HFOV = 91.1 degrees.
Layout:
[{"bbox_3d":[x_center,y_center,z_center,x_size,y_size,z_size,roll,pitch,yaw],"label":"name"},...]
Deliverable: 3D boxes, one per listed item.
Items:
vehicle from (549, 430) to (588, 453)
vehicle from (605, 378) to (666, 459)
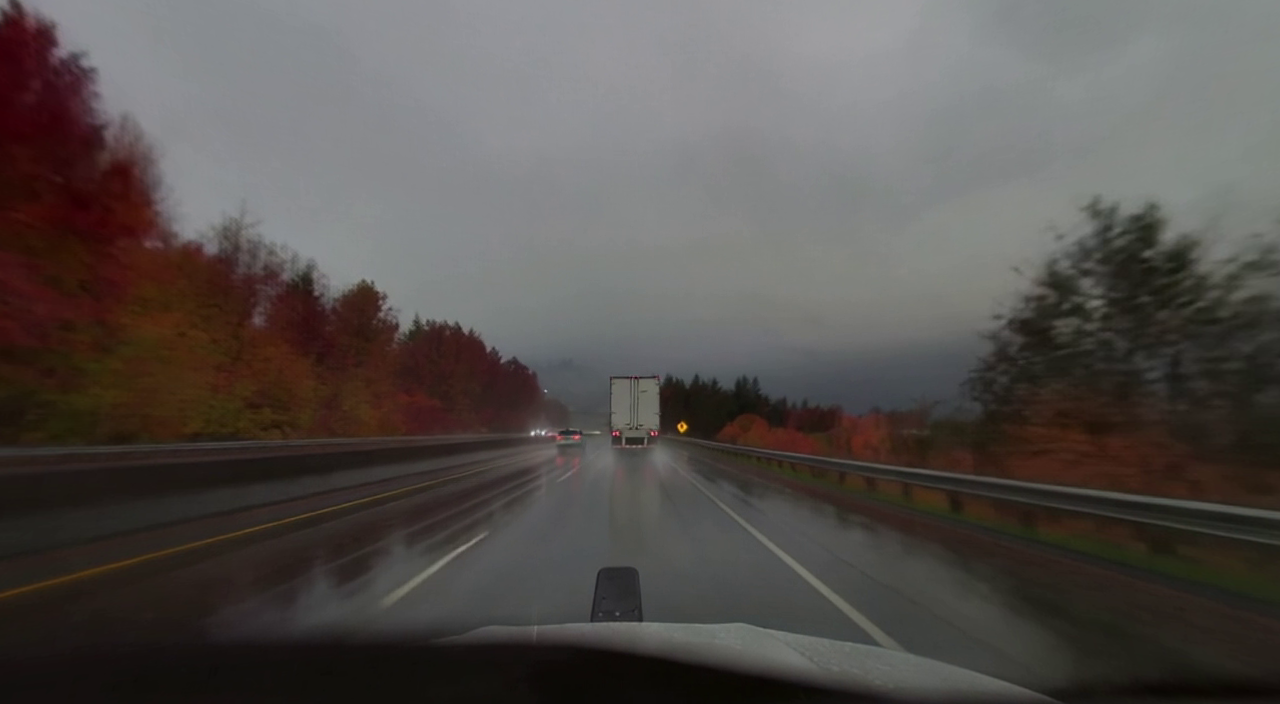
[{"bbox_3d":[-4.850,6.162,43.335,2.217,1.495,4.245,0,-8,0],"label":"vehicle"},{"bbox_3d":[-0.392,4.082,37.185,3.013,4.016,11.496,0,-8,-2],"label":"vehicle"}]
